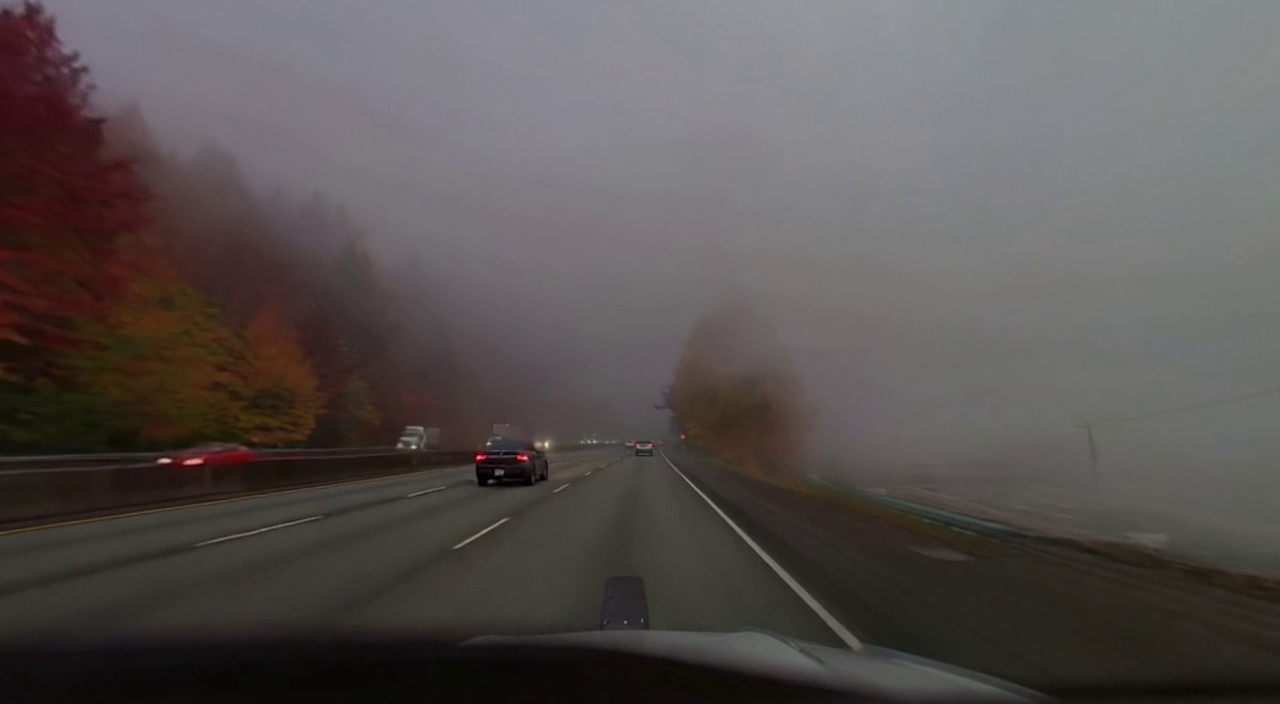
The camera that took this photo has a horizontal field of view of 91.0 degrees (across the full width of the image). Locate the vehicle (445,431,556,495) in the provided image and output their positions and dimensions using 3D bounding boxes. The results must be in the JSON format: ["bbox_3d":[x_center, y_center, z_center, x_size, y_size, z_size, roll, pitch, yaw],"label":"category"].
[{"bbox_3d":[-3.905,3.197,18.556,2.123,1.643,4.479,0,-8,2],"label":"vehicle"}]

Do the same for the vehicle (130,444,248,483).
[{"bbox_3d":[-19.571,4.818,27.578,1.836,1.528,4.456,0,-8,1],"label":"vehicle"}]
